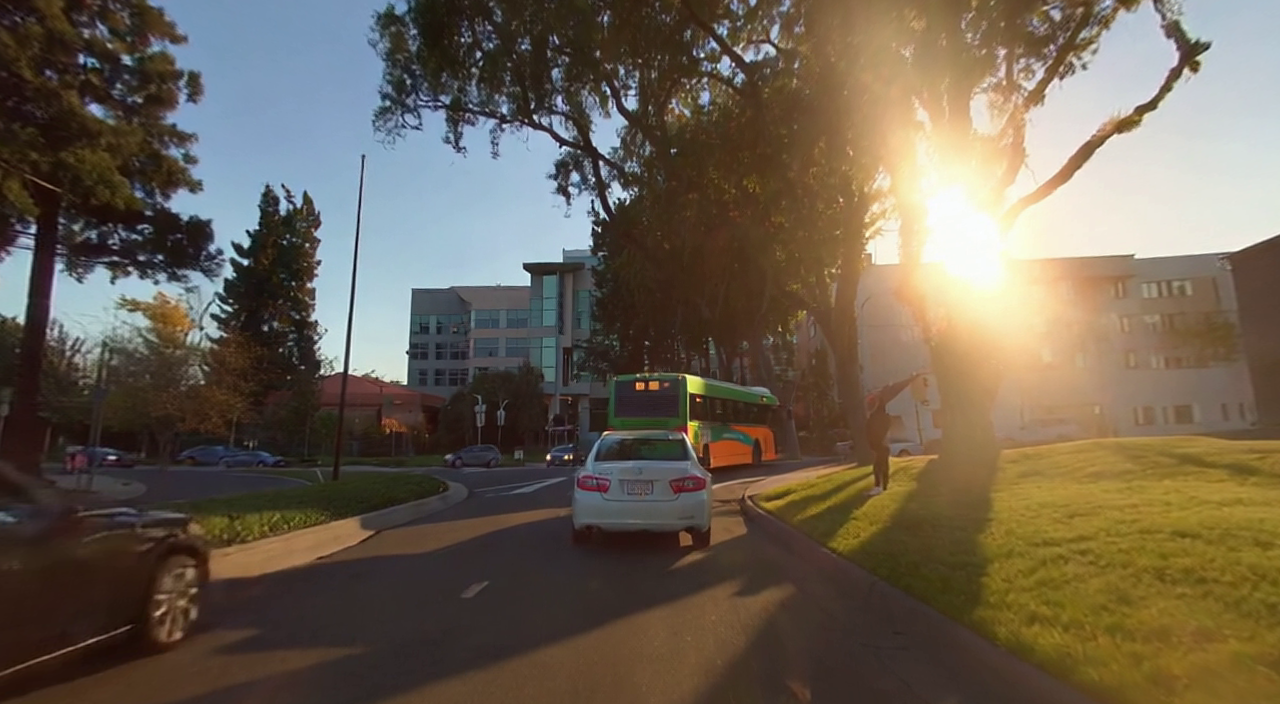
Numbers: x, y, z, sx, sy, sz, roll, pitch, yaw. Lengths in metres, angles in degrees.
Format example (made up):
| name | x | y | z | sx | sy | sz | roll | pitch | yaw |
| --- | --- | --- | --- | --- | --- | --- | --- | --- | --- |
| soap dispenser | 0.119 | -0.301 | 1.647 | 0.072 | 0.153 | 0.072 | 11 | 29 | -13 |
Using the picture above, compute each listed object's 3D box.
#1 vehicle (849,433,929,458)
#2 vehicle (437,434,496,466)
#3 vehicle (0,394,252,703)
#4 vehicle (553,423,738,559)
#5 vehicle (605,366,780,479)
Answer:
| name | x | y | z | sx | sy | sz | roll | pitch | yaw |
| --- | --- | --- | --- | --- | --- | --- | --- | --- | --- |
| vehicle | 15.708 | 5.898 | 39.751 | 4.422 | 1.457 | 1.882 | -5 | -10 | 29 |
| vehicle | -9.518 | 5.442 | 34.946 | 2.086 | 1.656 | 4.010 | 0 | -9 | 0 |
| vehicle | -3.717 | 0.832 | 2.015 | 1.953 | 1.480 | 4.522 | 0 | -8 | 2 |
| vehicle | 0.093 | 1.807 | 8.935 | 2.020 | 1.478 | 3.922 | 0 | -8 | 1 |
| vehicle | 2.476 | 2.778 | 23.635 | 2.948 | 3.303 | 9.977 | -4 | -9 | 26 |
